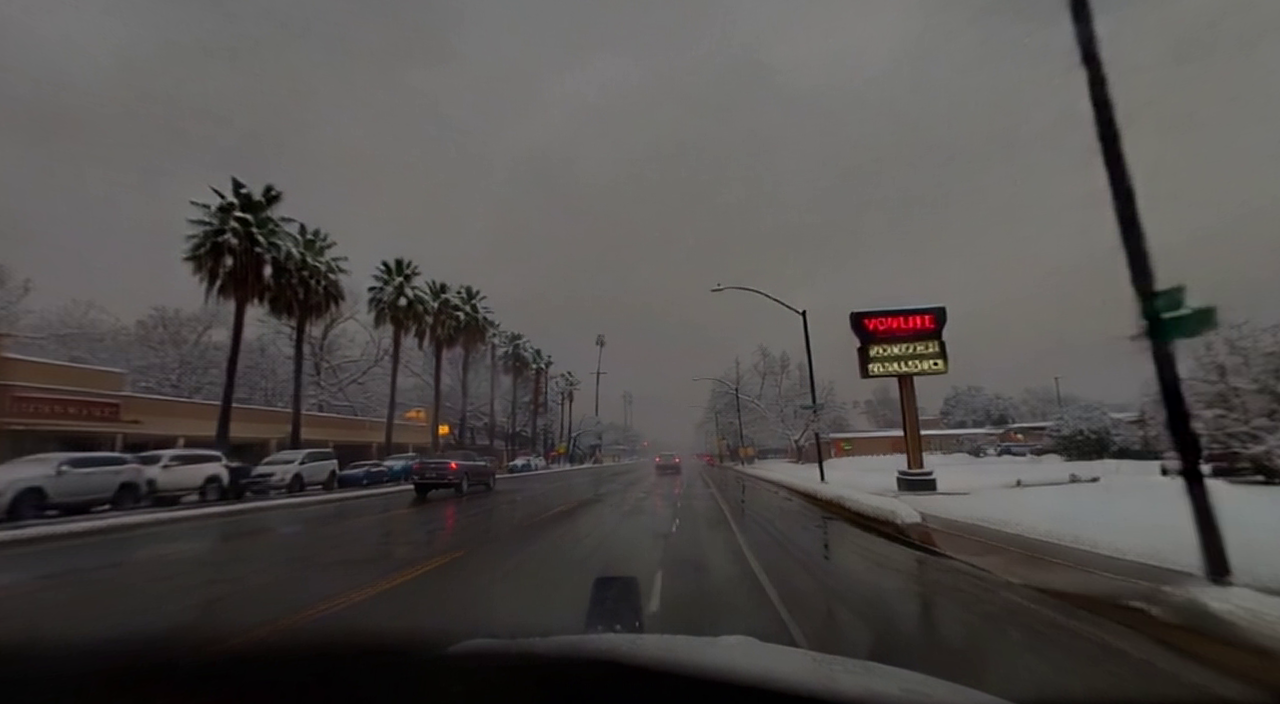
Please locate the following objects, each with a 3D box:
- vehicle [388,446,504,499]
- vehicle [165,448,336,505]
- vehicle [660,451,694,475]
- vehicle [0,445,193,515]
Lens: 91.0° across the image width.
[{"bbox_3d":[-6.180,3.866,20.663,2.090,1.520,4.452,-1,-9,4],"label":"vehicle"},{"bbox_3d":[-11.650,3.697,19.314,1.981,1.493,4.721,-1,-9,4],"label":"vehicle"},{"bbox_3d":[2.540,7.435,42.344,2.139,1.461,4.918,-1,-9,5],"label":"vehicle"},{"bbox_3d":[-14.688,3.332,17.018,1.882,1.623,4.270,0,-9,3],"label":"vehicle"}]
